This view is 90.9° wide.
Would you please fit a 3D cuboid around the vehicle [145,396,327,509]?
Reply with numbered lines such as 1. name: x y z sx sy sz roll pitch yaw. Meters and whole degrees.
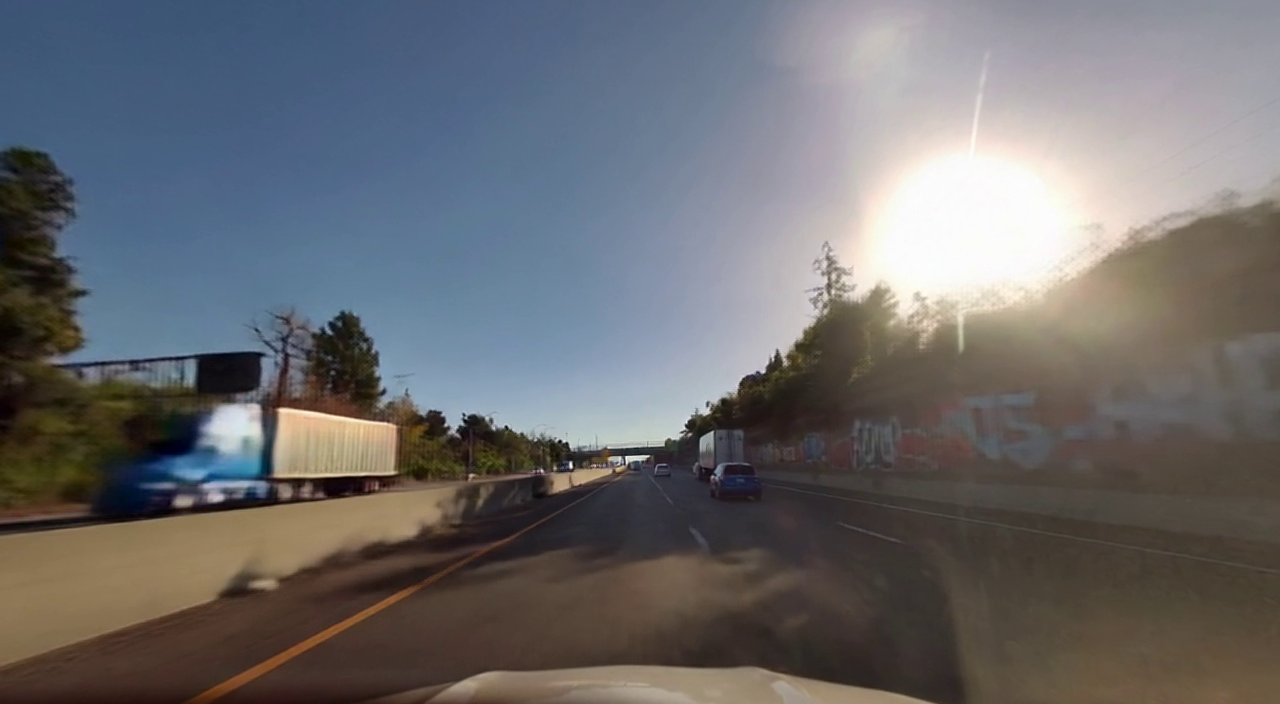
1. vehicle: -16.503 4.268 26.520 2.937 4.102 6.574 1 -10 1

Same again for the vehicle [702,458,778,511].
1. vehicle: 3.273 4.417 21.297 2.011 1.574 3.512 1 -10 0
